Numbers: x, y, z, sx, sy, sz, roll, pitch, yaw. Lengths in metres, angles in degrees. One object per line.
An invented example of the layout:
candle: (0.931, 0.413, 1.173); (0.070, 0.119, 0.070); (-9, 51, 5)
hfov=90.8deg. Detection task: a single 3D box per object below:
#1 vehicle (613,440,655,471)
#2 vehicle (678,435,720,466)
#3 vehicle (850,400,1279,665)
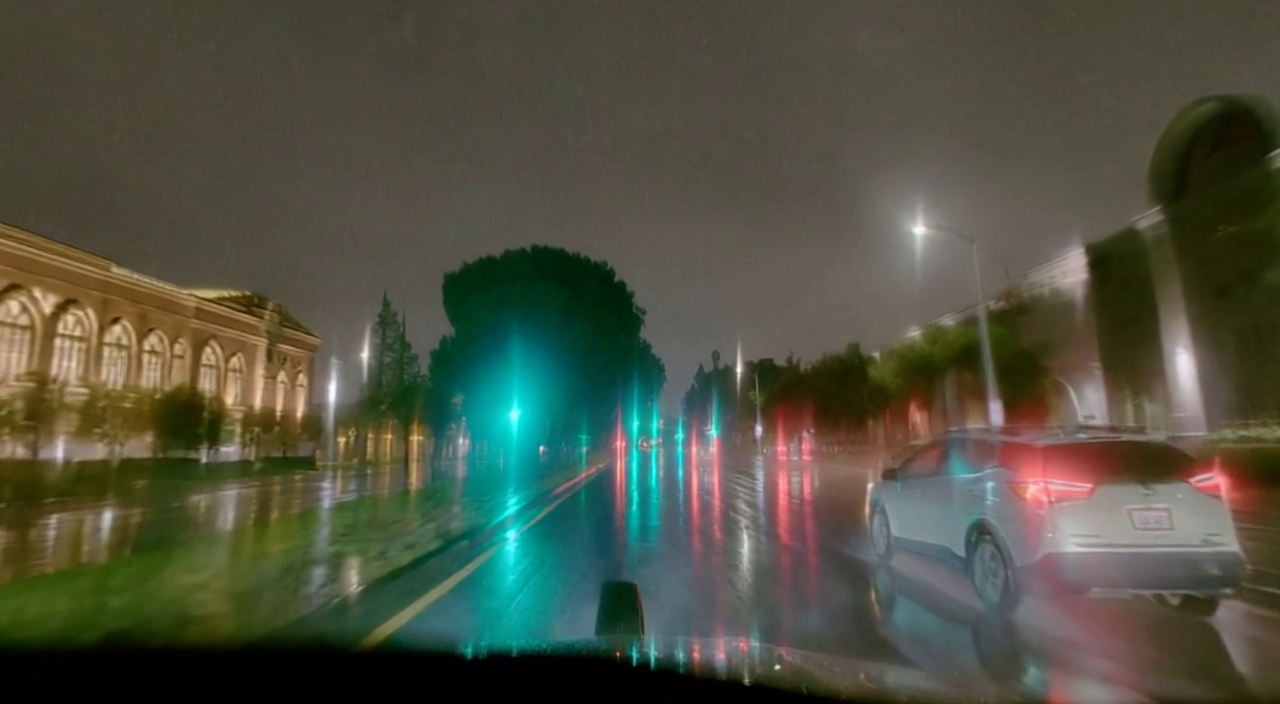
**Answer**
vehicle: (-0.327, 5.365, 33.002); (2.054, 1.446, 3.969); (0, -8, -1)
vehicle: (3.480, 5.931, 38.315); (2.036, 1.757, 4.300); (0, -8, -1)
vehicle: (3.555, 1.334, 5.713); (1.937, 1.538, 3.832); (0, -8, -1)
